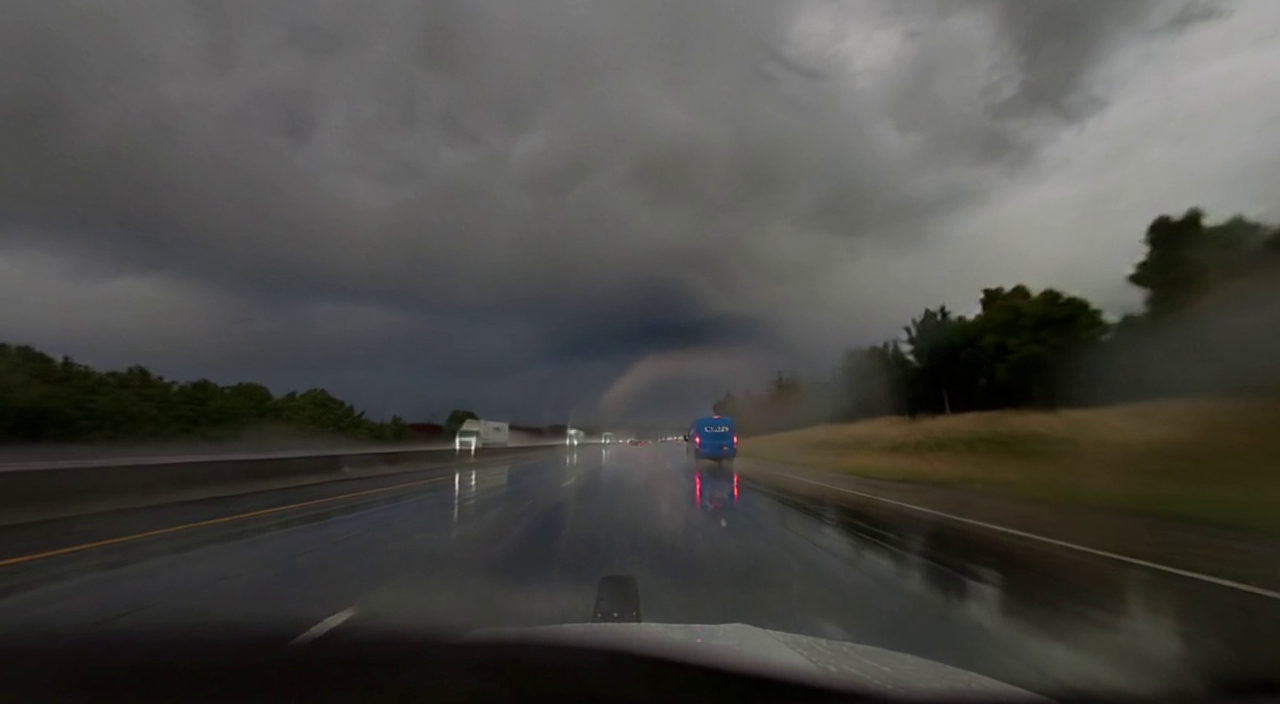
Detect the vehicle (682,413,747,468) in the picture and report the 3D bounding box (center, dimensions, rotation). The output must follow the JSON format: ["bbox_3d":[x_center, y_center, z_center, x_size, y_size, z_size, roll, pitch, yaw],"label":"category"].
[{"bbox_3d":[3.718,4.590,32.712,2.485,2.562,5.535,0,-8,-2],"label":"vehicle"}]
